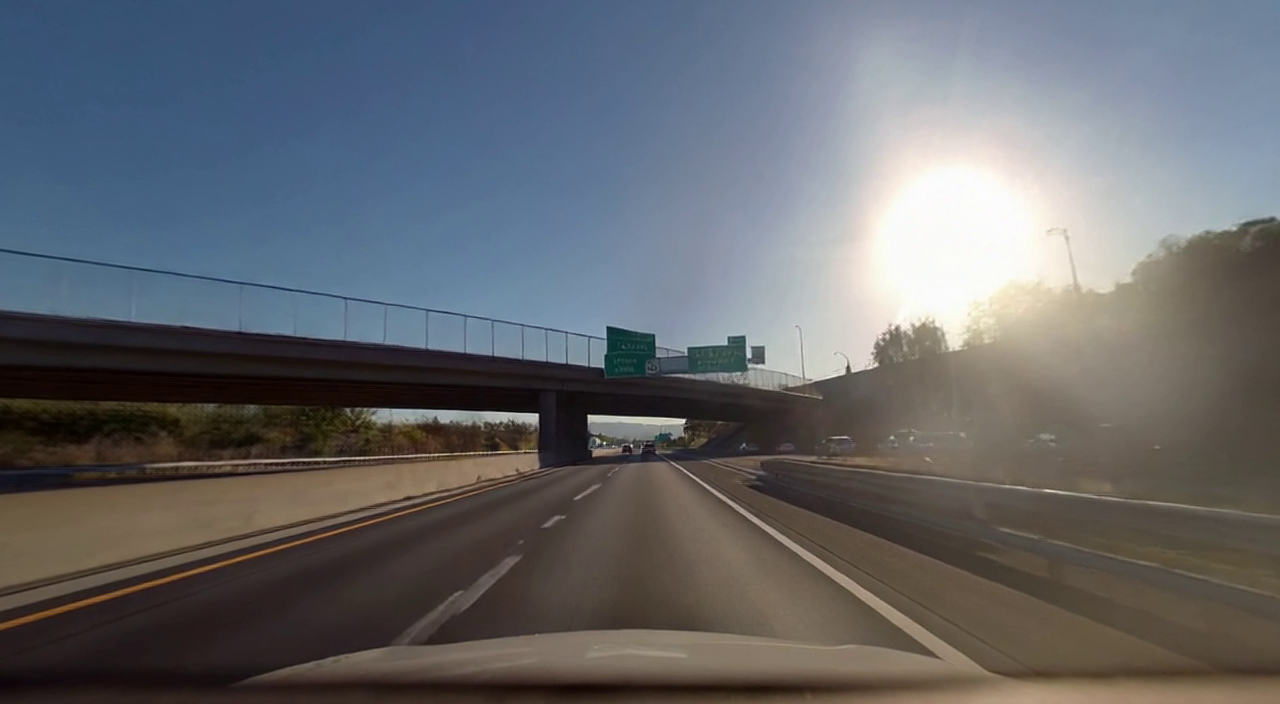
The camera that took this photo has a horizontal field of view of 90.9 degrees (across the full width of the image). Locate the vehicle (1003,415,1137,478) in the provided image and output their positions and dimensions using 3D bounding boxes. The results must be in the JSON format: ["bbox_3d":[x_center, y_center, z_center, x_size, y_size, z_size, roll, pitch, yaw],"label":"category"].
[{"bbox_3d":[27.553,6.146,41.023,3.002,3.604,7.524,-1,-9,-2],"label":"vehicle"}]

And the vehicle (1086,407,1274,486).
[{"bbox_3d":[27.550,4.923,32.830,2.898,3.543,7.437,-1,-9,-1],"label":"vehicle"}]
